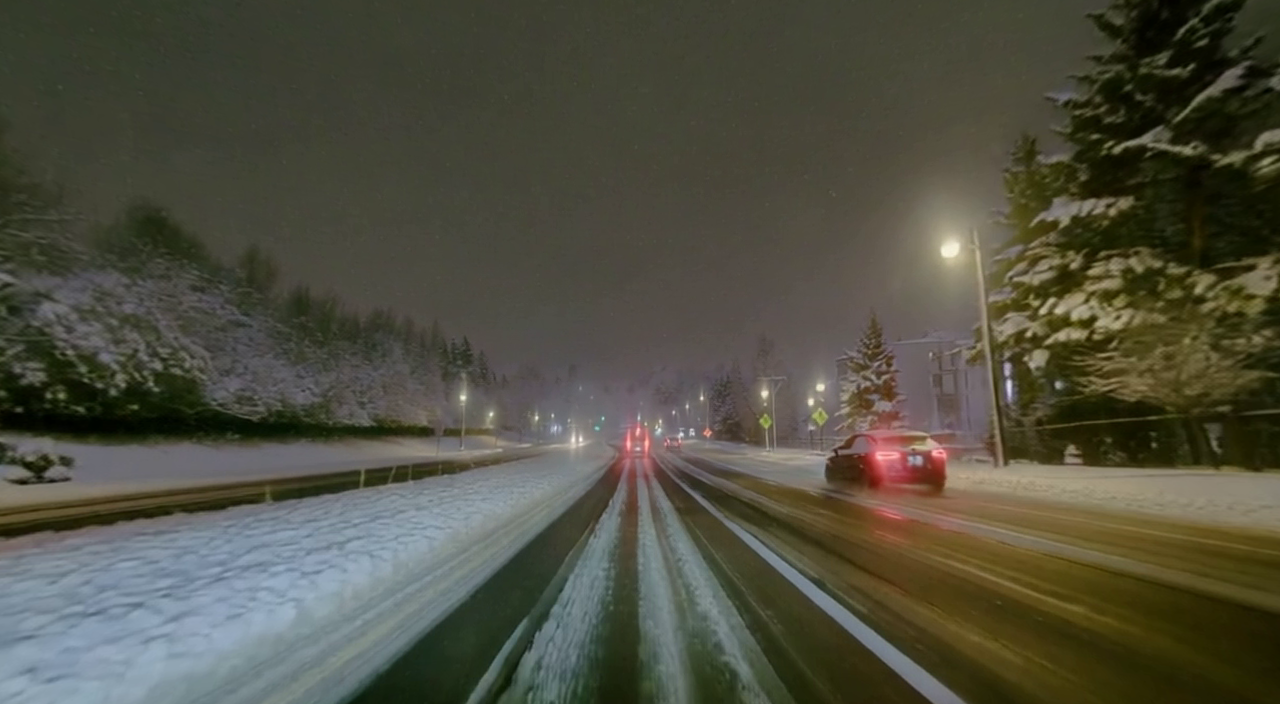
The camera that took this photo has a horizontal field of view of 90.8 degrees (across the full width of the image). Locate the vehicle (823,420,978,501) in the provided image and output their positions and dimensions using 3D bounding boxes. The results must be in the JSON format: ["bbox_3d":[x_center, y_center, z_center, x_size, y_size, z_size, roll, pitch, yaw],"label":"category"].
[{"bbox_3d":[6.580,2.801,16.658,2.026,1.804,4.565,0,-8,-1],"label":"vehicle"}]

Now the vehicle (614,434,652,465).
[{"bbox_3d":[-0.374,5.999,38.928,2.193,1.794,4.457,0,-8,0],"label":"vehicle"}]
